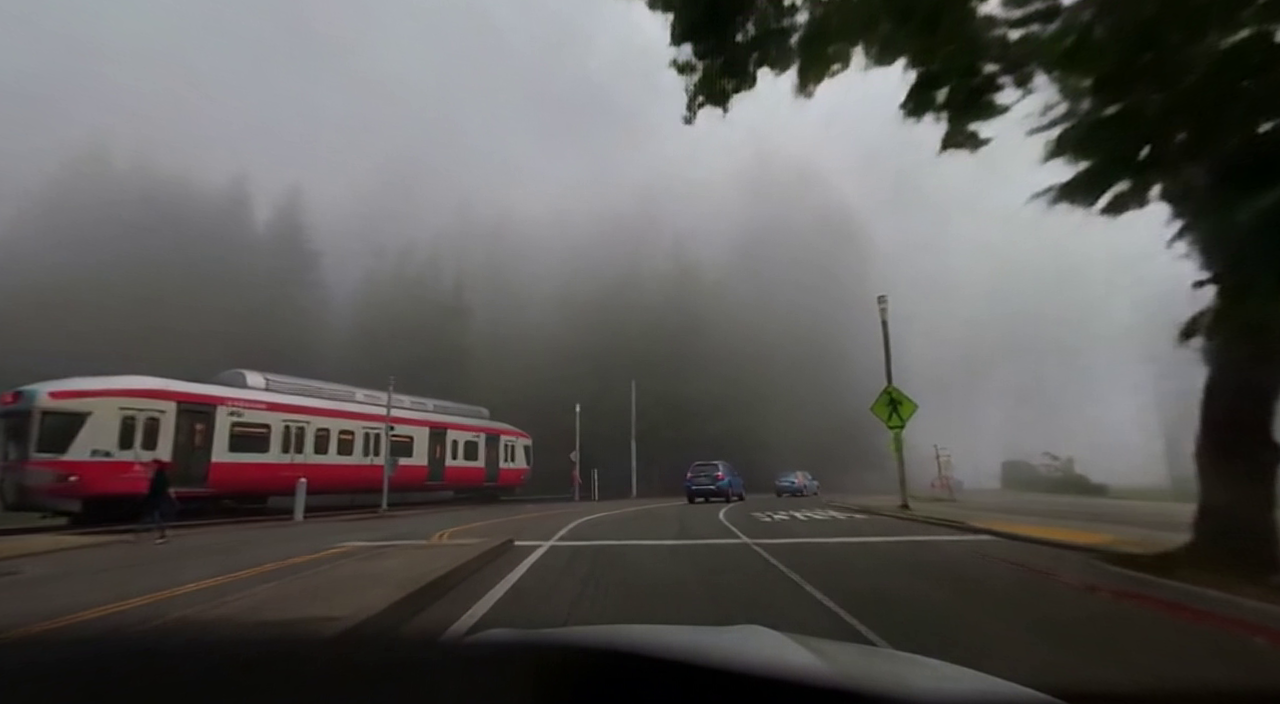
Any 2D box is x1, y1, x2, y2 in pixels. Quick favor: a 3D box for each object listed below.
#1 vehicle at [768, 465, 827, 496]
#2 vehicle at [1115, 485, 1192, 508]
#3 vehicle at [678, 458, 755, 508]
[{"bbox_3d":[9.748,7.865,38.910,2.010,1.725,4.320,-7,-11,34],"label":"vehicle"},{"bbox_3d":[37.785,10.600,46.558,3.934,1.480,1.728,-4,-9,19],"label":"vehicle"},{"bbox_3d":[3.160,5.165,25.298,2.263,1.765,4.237,-3,-10,17],"label":"vehicle"}]
